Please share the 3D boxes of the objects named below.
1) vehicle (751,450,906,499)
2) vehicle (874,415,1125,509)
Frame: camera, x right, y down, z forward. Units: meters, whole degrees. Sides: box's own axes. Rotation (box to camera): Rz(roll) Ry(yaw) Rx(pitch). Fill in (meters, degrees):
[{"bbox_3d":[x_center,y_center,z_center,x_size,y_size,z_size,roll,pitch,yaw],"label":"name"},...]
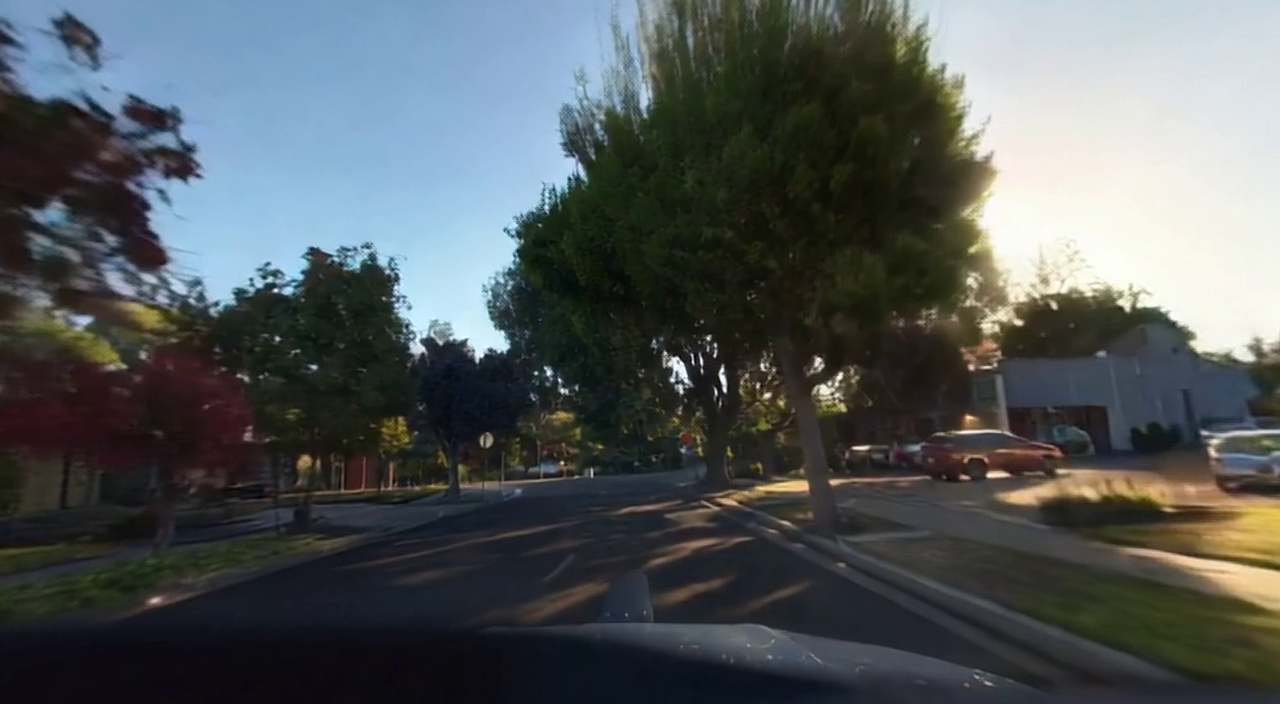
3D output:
[{"bbox_3d":[5.747,3.759,19.585,4.229,1.402,1.811,0,-9,0],"label":"vehicle"},{"bbox_3d":[9.406,2.939,16.874,5.239,1.933,2.131,-4,-10,-2],"label":"vehicle"}]
